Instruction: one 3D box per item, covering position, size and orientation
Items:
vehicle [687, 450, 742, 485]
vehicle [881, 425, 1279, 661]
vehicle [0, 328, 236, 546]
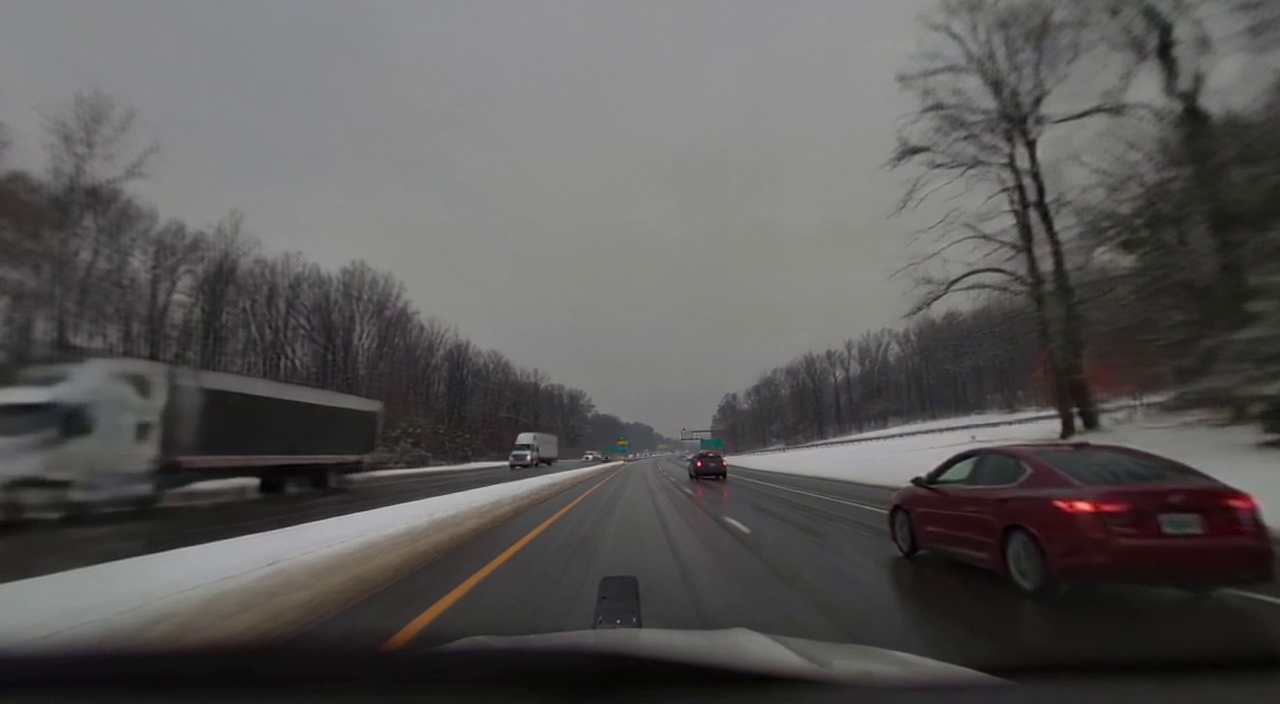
[{"bbox_3d":[3.501,5.518,30.261,2.070,1.546,4.648,0,-9,0],"label":"vehicle"},{"bbox_3d":[4.385,1.607,6.371,2.119,1.557,4.163,0,-9,-1],"label":"vehicle"},{"bbox_3d":[-13.335,2.000,14.788,3.253,4.062,6.069,0,-9,1],"label":"vehicle"}]
